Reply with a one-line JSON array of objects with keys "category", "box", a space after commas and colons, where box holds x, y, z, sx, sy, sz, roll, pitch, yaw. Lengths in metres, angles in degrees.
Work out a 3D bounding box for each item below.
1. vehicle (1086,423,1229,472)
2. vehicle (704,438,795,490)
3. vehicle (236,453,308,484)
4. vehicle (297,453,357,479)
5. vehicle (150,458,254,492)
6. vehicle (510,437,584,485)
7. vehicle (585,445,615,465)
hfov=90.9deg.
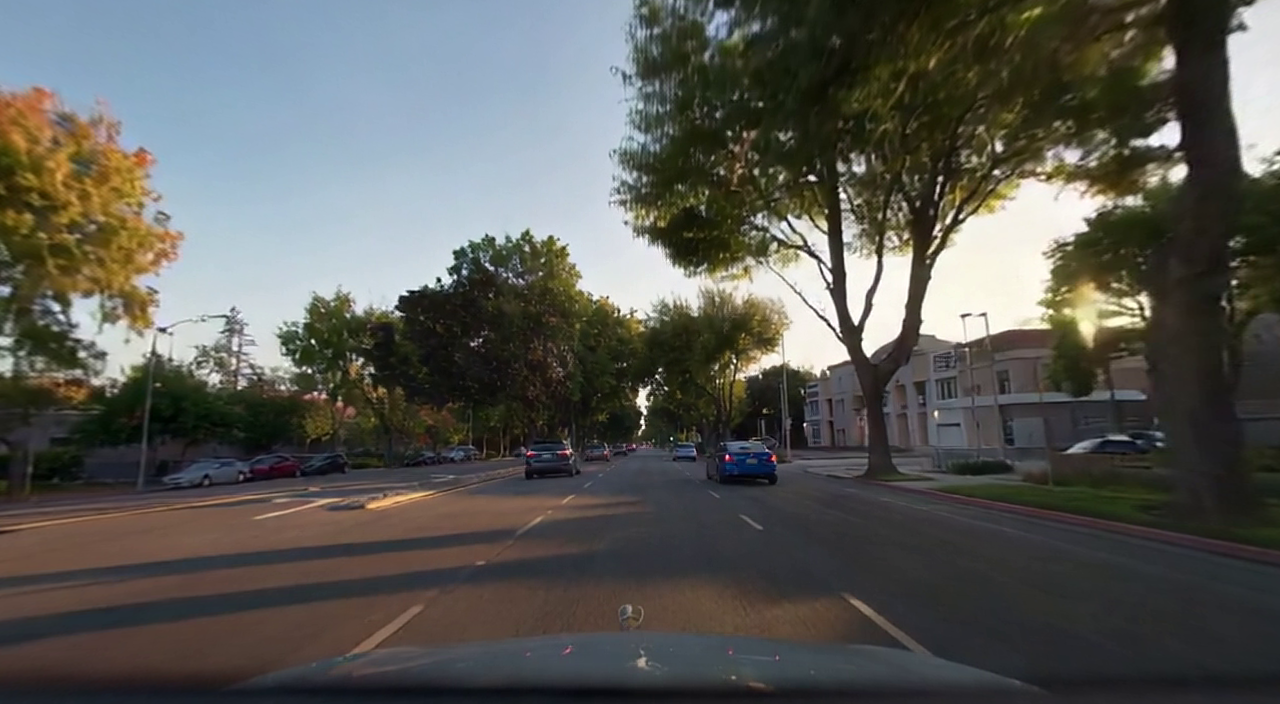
[{"category": "vehicle", "box": [28.505, 5.247, 34.790, 6.334, 2.182, 2.351, -2, -8, -11]}, {"category": "vehicle", "box": [3.371, 3.553, 20.354, 2.083, 1.474, 4.360, 0, -8, -1]}, {"category": "vehicle", "box": [-22.584, 7.144, 38.879, 1.853, 1.693, 4.233, 0, -8, 1]}, {"category": "vehicle", "box": [-22.397, 8.126, 45.313, 1.922, 1.682, 4.638, 0, -8, 0]}, {"category": "vehicle", "box": [-22.495, 6.306, 32.615, 2.059, 1.463, 4.780, 0, -8, -2]}, {"category": "vehicle", "box": [-3.410, 4.074, 23.905, 2.113, 1.626, 4.129, 0, -8, 1]}, {"category": "vehicle", "box": [-3.048, 7.919, 48.756, 2.060, 1.459, 4.311, 0, -8, 0]}]
